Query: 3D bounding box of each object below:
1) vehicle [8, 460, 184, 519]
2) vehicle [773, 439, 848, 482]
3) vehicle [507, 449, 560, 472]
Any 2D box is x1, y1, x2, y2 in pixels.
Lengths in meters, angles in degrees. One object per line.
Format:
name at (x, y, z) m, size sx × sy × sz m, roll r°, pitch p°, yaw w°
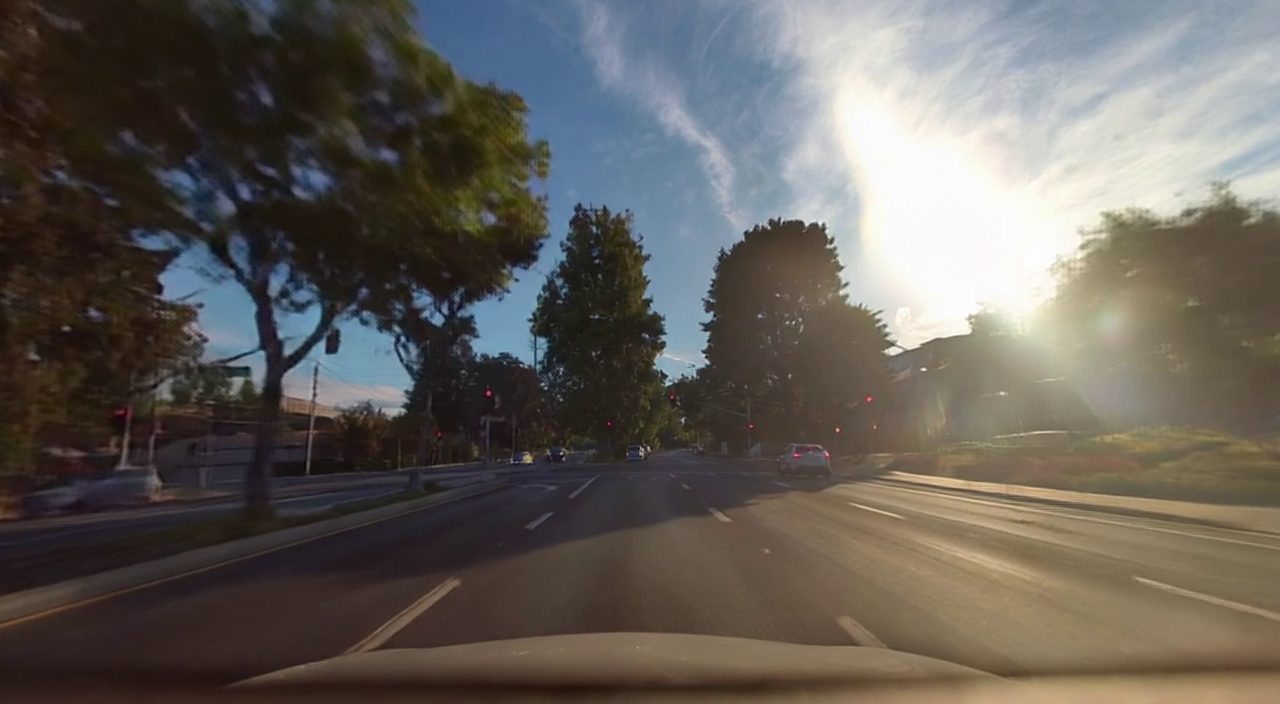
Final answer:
vehicle at (-17.708, 4.447, 20.904) m, size 1.895 × 1.644 × 4.160 m, roll -1°, pitch -9°, yaw 4°
vehicle at (7.309, 4.685, 27.590) m, size 2.011 × 1.710 × 4.357 m, roll 0°, pitch -9°, yaw 0°
vehicle at (-7.213, 7.264, 42.534) m, size 2.065 × 1.477 × 4.519 m, roll 4°, pitch -10°, yaw -29°
